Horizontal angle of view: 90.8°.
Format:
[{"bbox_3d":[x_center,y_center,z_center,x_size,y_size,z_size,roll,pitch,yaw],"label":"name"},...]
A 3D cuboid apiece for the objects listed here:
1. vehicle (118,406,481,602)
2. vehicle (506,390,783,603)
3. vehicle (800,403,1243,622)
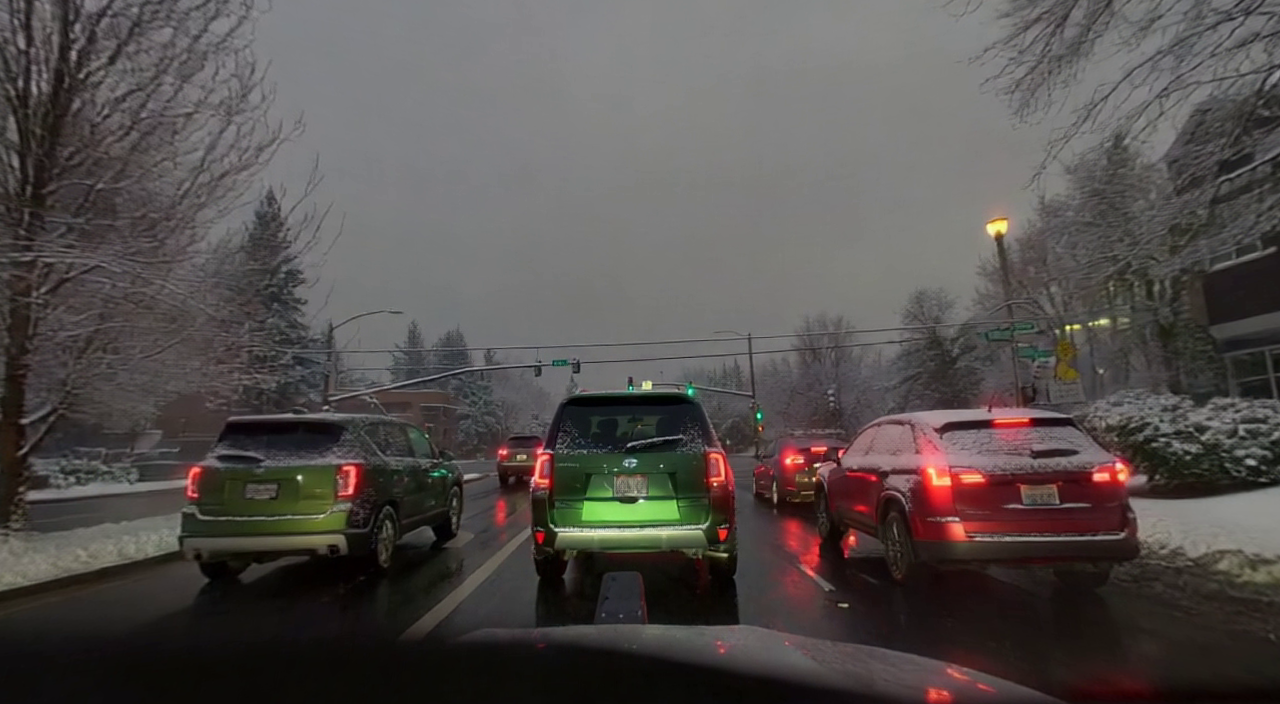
[{"bbox_3d":[-3.378,1.579,7.400,1.961,1.639,4.064,0,-9,0],"label":"vehicle"},{"bbox_3d":[0.017,1.488,7.252,2.294,1.761,3.857,0,-9,-1],"label":"vehicle"},{"bbox_3d":[3.475,1.552,7.055,2.202,1.657,4.298,0,-9,-1],"label":"vehicle"}]
